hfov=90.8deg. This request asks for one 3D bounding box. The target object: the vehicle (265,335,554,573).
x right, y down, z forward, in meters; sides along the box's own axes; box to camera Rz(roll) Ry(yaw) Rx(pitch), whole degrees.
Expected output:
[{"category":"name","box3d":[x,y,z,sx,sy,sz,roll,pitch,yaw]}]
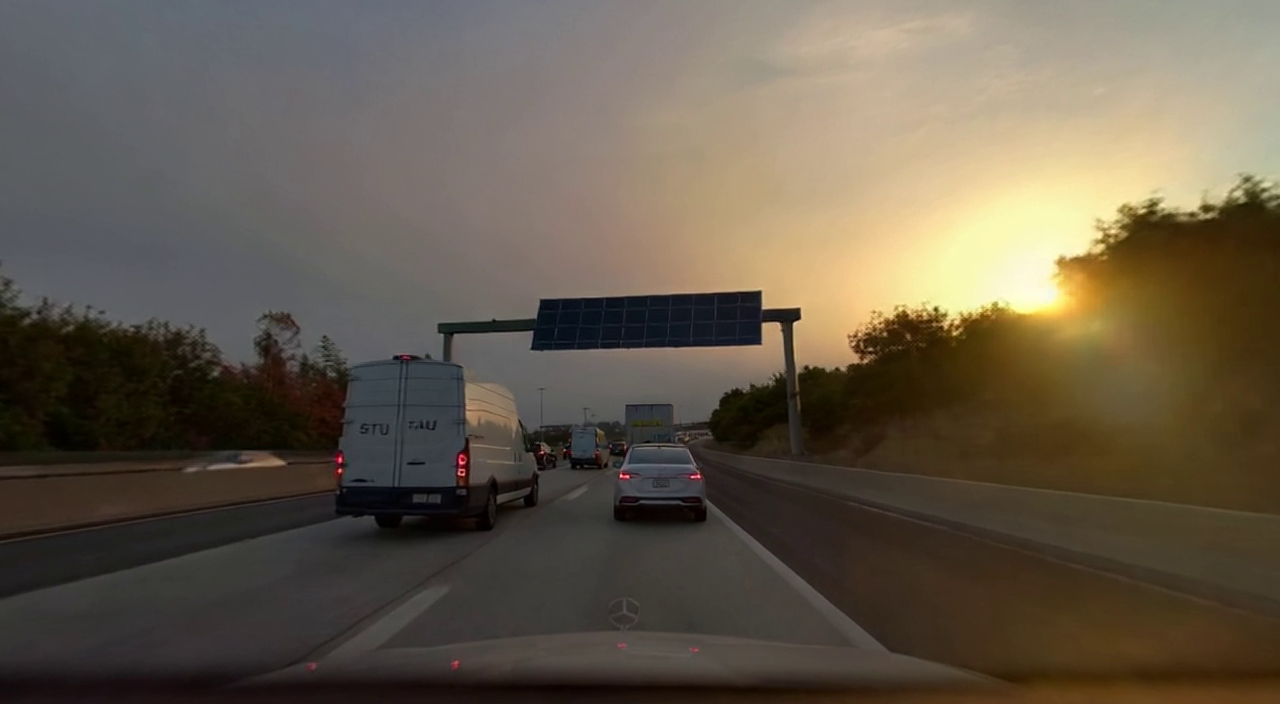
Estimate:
[{"category":"vehicle","box3d":[-3.125,1.672,10.752,2.289,2.757,6.726,0,-9,0]}]

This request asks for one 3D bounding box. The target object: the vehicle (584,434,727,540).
[{"category":"vehicle","box3d":[0.210,2.224,10.900,2.063,1.507,3.488,0,-9,0]}]
